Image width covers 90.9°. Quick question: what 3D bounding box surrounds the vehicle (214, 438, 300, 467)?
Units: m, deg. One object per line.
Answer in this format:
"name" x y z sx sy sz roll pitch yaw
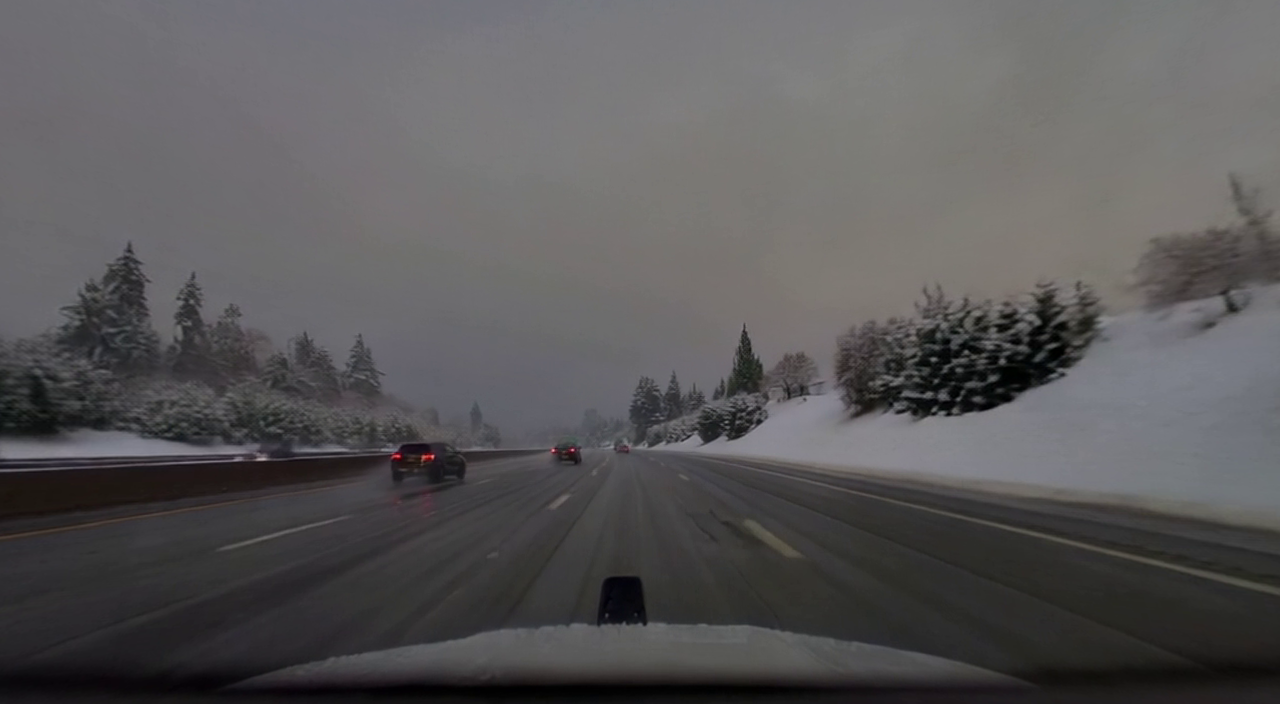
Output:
"vehicle" -21.681 5.677 35.955 2.052 1.522 4.609 0 -8 -1

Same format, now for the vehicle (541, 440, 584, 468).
"vehicle" -4.246 5.689 35.323 1.936 1.465 4.060 0 -8 -1

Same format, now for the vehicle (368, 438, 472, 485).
"vehicle" -7.626 3.829 22.434 2.038 1.463 4.656 0 -8 0
